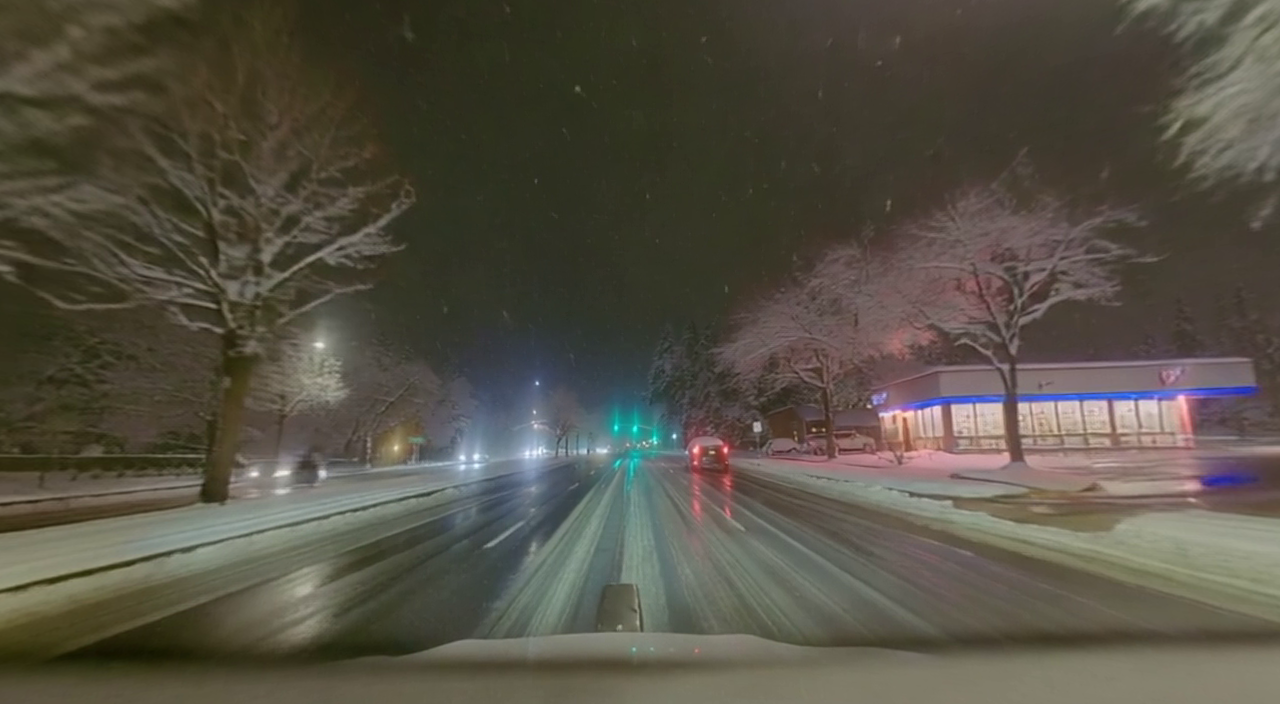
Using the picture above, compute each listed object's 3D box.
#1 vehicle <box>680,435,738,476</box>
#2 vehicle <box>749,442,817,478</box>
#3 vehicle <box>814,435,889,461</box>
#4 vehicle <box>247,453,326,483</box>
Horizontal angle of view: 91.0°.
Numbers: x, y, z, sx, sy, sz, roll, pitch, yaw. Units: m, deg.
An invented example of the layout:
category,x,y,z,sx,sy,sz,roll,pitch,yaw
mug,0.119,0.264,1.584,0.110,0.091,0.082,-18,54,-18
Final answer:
category,x,y,z,sx,sy,sz,roll,pitch,yaw
vehicle,3.122,4.782,29.345,2.083,1.743,4.354,0,-8,-1
vehicle,6.581,5.007,29.544,1.948,1.526,4.641,0,-8,-2
vehicle,15.392,6.963,45.850,4.659,1.739,2.147,-7,-11,41
vehicle,-19.730,6.453,35.347,1.875,1.475,4.433,0,-8,-1
